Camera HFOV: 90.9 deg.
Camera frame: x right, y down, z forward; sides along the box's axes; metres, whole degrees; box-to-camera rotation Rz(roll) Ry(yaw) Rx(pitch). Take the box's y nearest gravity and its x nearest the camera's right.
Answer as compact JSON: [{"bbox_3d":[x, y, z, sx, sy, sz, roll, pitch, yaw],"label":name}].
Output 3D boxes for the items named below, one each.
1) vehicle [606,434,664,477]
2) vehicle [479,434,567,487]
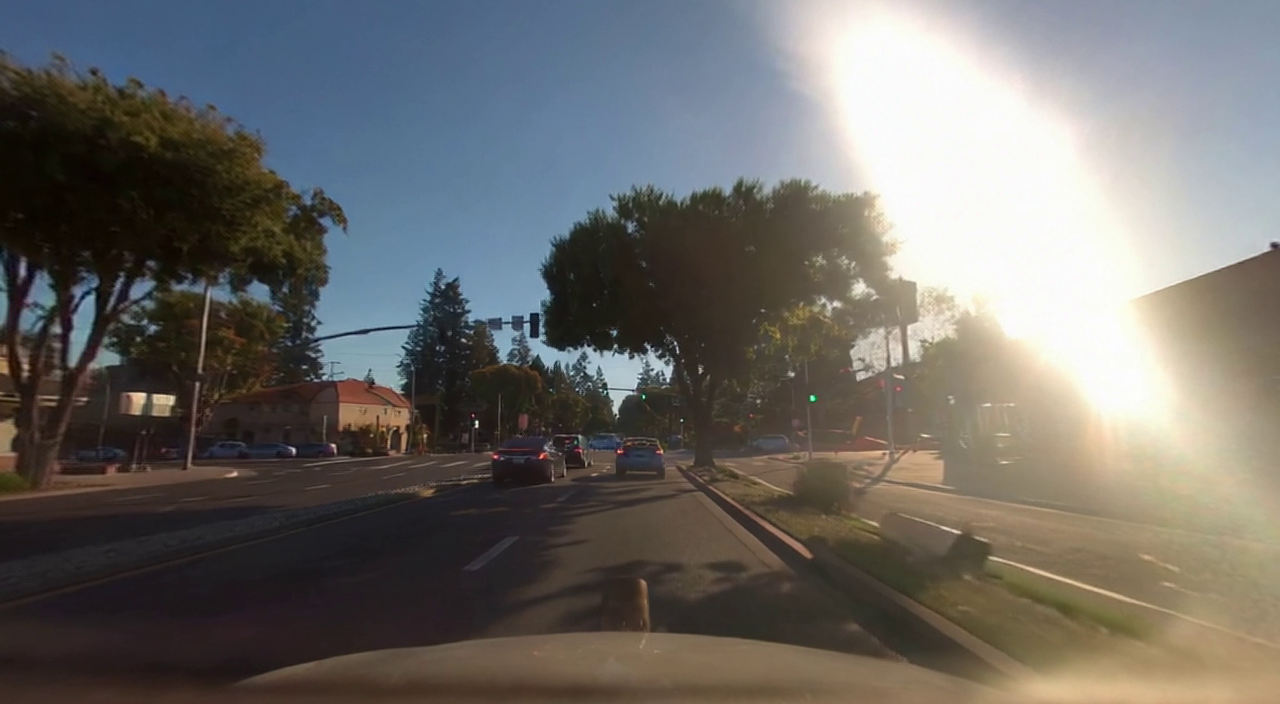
[{"bbox_3d":[-0.185,3.973,24.419,2.066,1.482,3.923,0,-8,0],"label":"vehicle"},{"bbox_3d":[-3.639,3.471,20.513,1.942,1.497,4.561,0,-8,1],"label":"vehicle"}]
